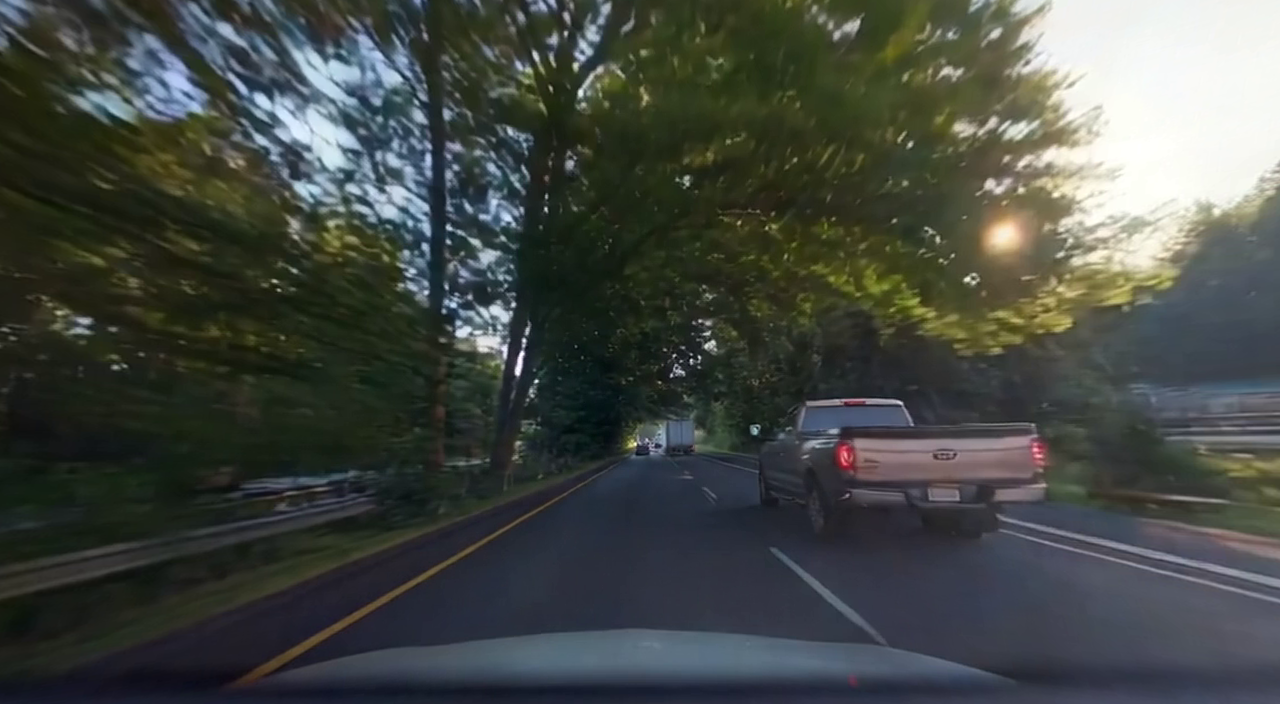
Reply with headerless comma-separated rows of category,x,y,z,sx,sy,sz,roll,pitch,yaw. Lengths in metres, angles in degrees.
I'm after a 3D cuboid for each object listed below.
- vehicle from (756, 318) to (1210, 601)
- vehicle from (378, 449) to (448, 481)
vehicle,3.522,1.359,8.675,2.677,2.439,6.402,0,-8,1
vehicle,-12.049,5.993,33.724,1.915,1.496,4.610,0,-8,1
